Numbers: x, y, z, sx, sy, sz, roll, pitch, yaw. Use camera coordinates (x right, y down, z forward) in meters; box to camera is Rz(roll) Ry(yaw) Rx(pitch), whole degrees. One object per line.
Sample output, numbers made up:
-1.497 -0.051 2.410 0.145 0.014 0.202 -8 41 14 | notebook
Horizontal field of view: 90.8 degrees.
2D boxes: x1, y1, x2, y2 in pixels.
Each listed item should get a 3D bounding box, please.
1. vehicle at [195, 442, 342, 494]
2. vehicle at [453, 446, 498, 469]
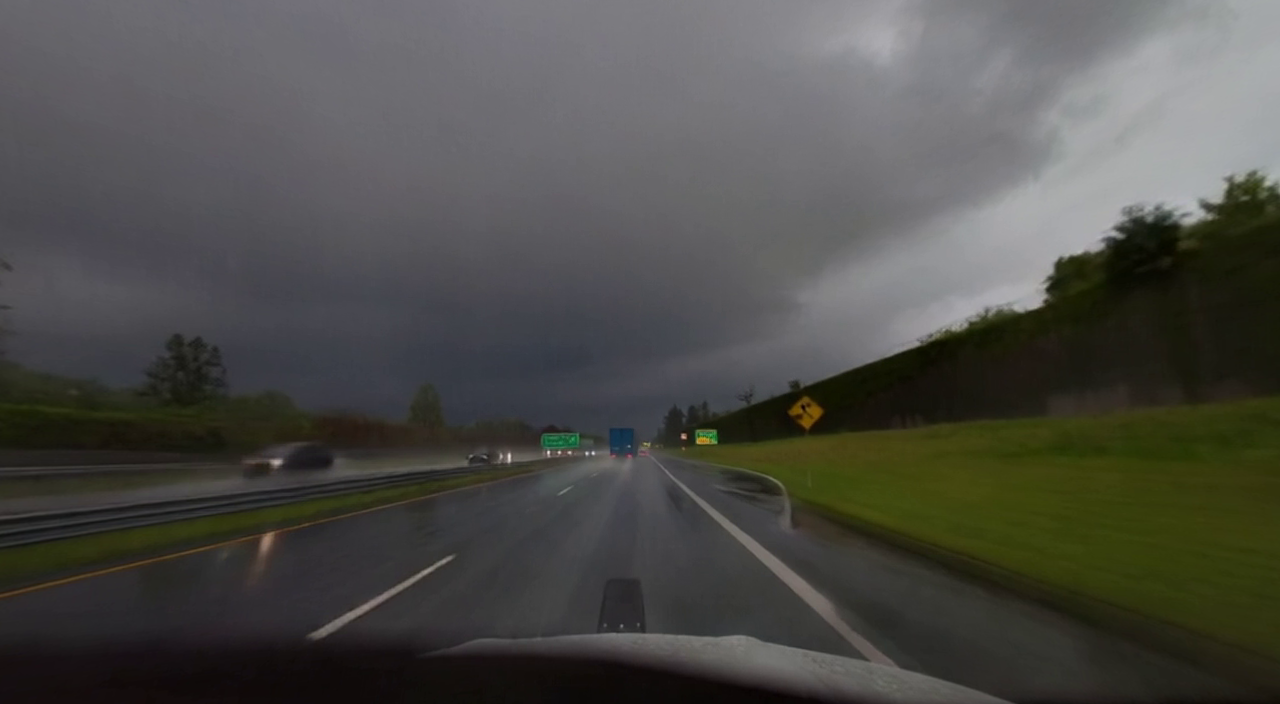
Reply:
-12.048 3.783 20.899 2.108 1.493 4.427 0 -9 1 | vehicle
-12.203 7.843 47.171 2.111 1.612 4.711 0 -9 0 | vehicle
